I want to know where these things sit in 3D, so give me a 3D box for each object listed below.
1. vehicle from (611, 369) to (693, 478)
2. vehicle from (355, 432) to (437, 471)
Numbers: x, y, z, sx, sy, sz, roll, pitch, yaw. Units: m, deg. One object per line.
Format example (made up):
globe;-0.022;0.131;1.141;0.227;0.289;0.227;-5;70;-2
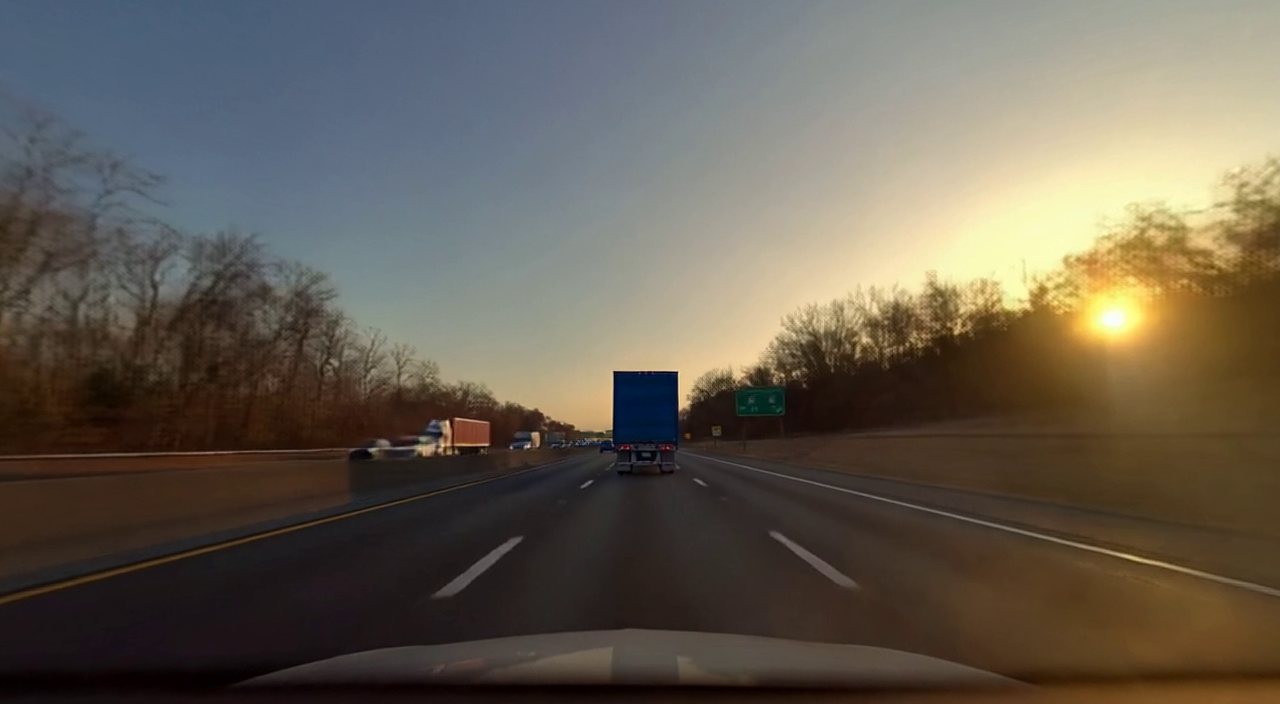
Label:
vehicle;0.448;3.394;28.499;3.010;4.039;10.481;0;-8;0
vehicle;-12.677;5.191;32.980;2.171;1.856;5.157;0;-8;1
